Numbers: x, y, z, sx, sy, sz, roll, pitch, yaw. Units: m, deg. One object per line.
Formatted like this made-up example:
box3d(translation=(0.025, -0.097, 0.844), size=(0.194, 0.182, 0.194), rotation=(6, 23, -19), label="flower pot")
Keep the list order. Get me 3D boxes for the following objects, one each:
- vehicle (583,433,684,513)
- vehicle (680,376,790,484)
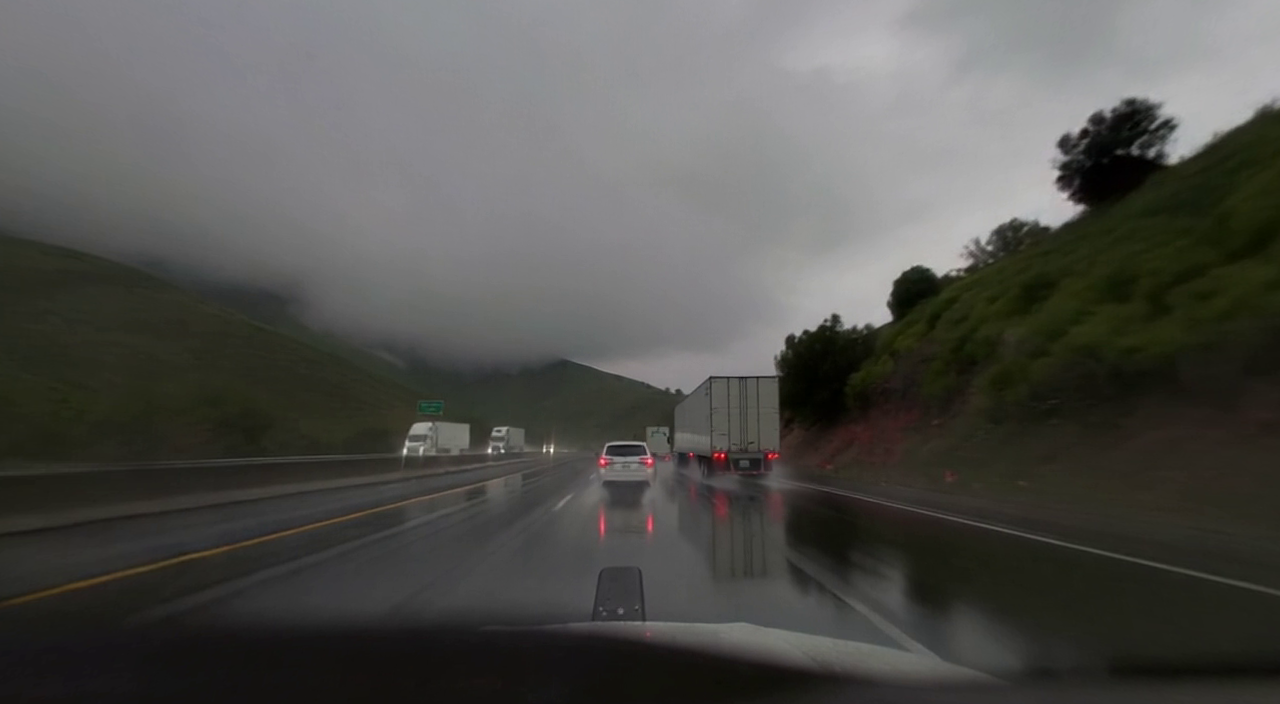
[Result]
box3d(translation=(-0.155, 2.813, 15.053), size=(2.109, 1.639, 3.768), rotation=(0, -9, -1), label="vehicle")
box3d(translation=(3.981, 3.990, 30.627), size=(2.812, 4.024, 14.098), rotation=(0, -9, -1), label="vehicle")
